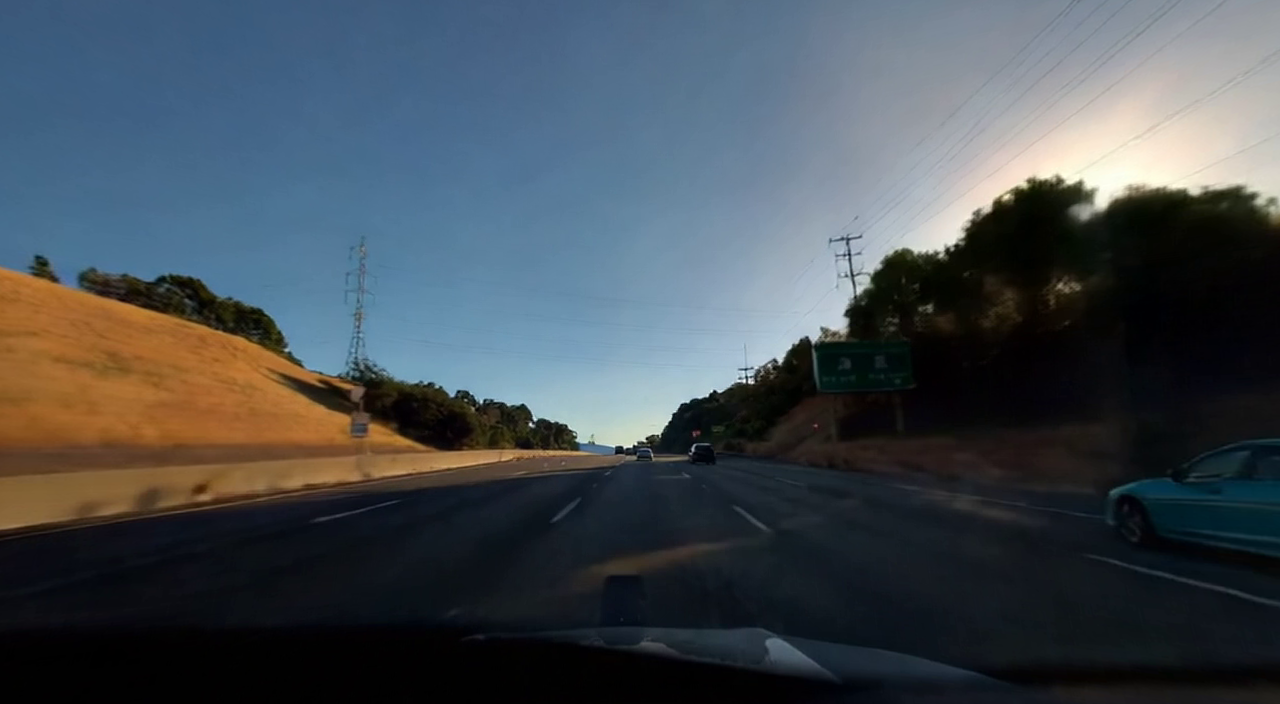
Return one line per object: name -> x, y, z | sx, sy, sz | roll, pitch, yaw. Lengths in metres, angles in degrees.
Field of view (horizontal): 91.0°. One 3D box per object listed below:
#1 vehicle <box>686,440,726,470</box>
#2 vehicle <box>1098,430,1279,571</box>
vehicle -> 4.076, 6.463, 39.765 | 2.159, 1.782, 4.673 | 0, -8, 2
vehicle -> 8.097, 1.706, 7.300 | 1.970, 1.545, 4.818 | 0, -8, 0
